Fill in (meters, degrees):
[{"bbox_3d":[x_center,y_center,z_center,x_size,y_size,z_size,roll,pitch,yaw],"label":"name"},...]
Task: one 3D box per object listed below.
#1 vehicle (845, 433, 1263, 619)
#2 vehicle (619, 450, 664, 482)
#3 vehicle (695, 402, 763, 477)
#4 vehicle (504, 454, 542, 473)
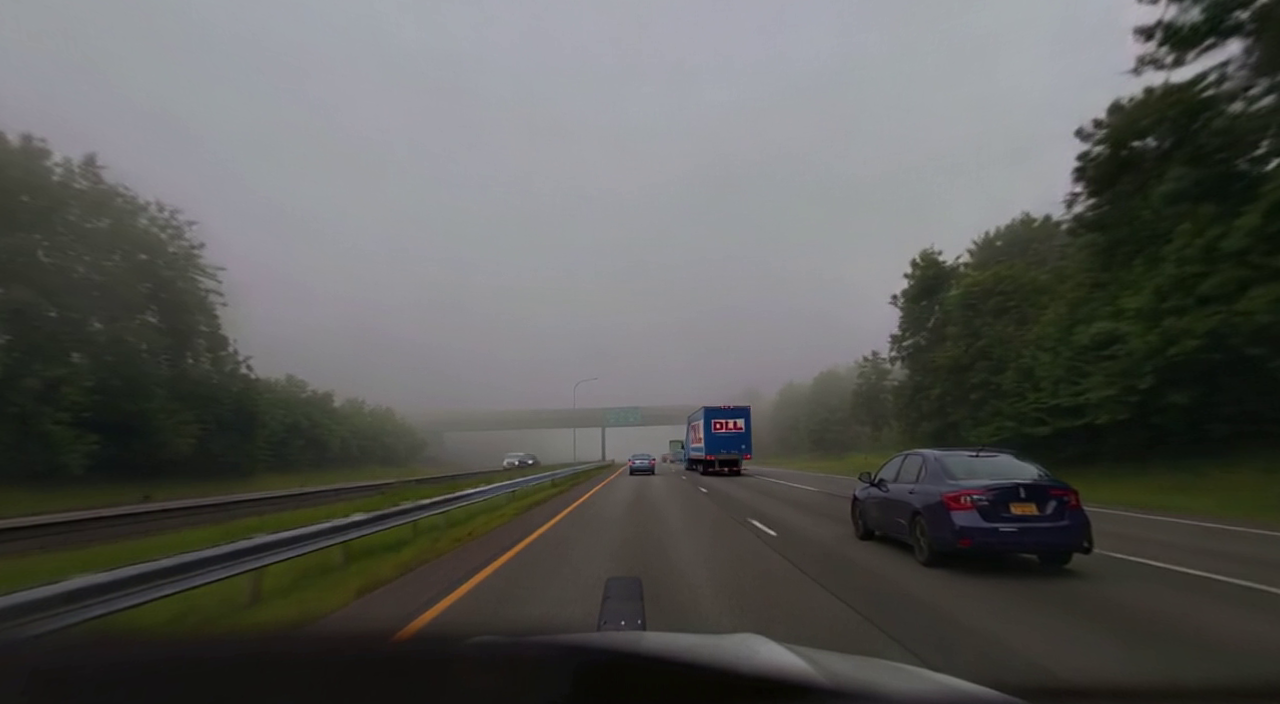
[{"bbox_3d":[3.986,1.709,7.156,1.894,1.452,4.164,0,-9,0],"label":"vehicle"},{"bbox_3d":[0.064,5.494,30.708,2.055,1.445,3.661,0,-9,0],"label":"vehicle"},{"bbox_3d":[5.069,5.271,37.693,2.838,3.985,8.010,0,-9,0],"label":"vehicle"},{"bbox_3d":[-9.187,8.751,49.689,1.937,1.415,4.356,-1,-9,4],"label":"vehicle"}]
